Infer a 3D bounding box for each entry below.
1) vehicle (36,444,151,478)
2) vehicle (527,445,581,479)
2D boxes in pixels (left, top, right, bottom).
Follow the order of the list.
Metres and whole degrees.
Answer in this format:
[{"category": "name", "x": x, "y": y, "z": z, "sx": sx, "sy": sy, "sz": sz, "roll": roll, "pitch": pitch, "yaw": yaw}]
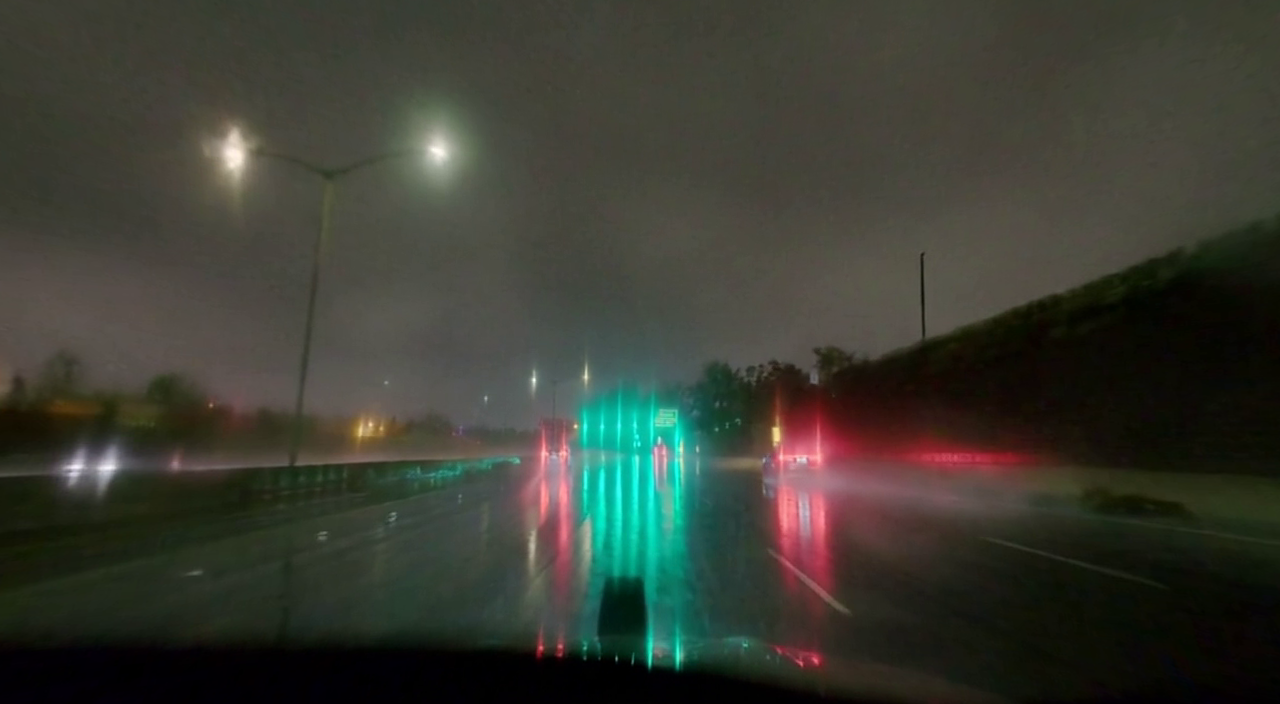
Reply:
[{"category": "vehicle", "x": -29.555, "y": 5.894, "z": 34.355, "sx": 2.013, "sy": 1.695, "sz": 4.746, "roll": -1, "pitch": -8, "yaw": 0}, {"category": "vehicle", "x": -4.080, "y": 5.277, "z": 30.537, "sx": 2.014, "sy": 1.481, "sz": 4.156, "roll": -1, "pitch": -8, "yaw": 1}]
